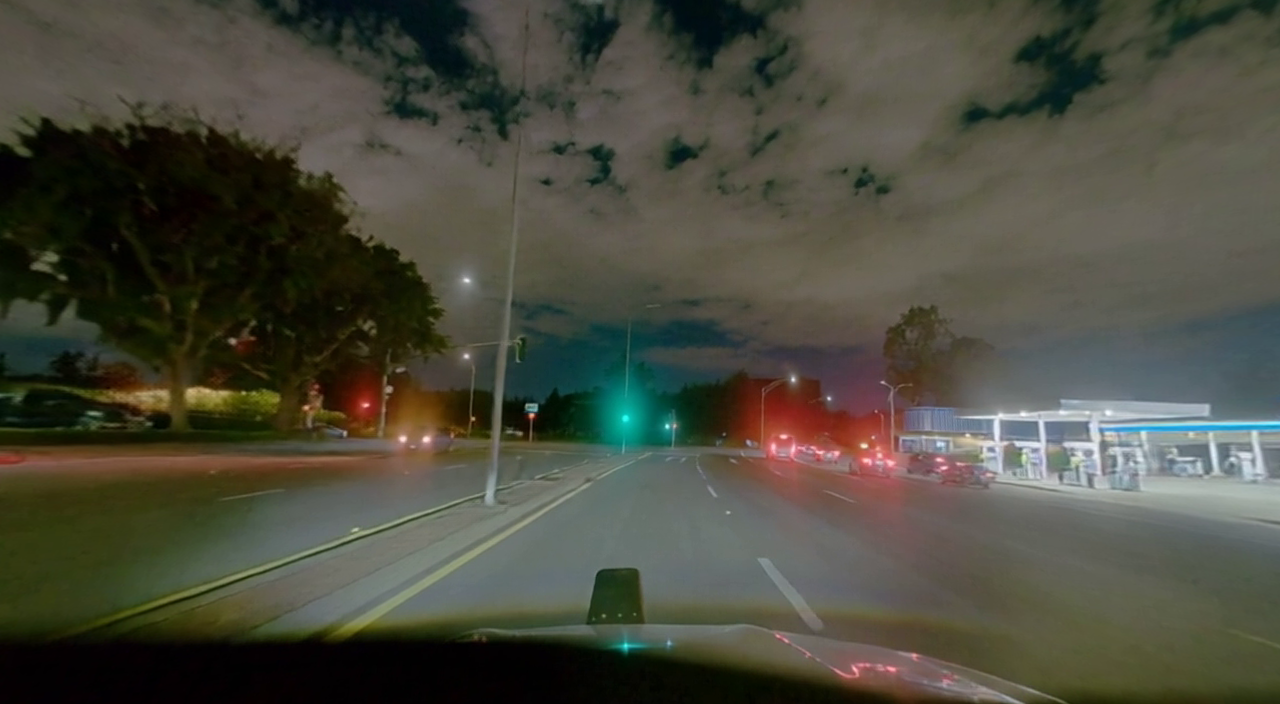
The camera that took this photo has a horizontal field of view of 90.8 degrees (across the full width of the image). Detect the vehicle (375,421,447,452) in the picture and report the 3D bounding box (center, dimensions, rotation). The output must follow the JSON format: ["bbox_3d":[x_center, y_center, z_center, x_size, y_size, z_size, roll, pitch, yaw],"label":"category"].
[{"bbox_3d":[-11.611,4.378,32.408,2.027,1.486,4.105,0,-8,2],"label":"vehicle"}]

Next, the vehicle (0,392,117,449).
[{"bbox_3d":[-22.763,2.511,22.917,5.480,1.887,2.376,0,-9,4],"label":"vehicle"}]

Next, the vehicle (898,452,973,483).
[{"bbox_3d":[15.572,6.066,33.606,2.099,1.464,4.615,-1,-8,5],"label":"vehicle"}]

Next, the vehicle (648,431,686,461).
[{"bbox_3d":[1.633,5.557,37.246,2.055,1.655,4.204,0,-8,4],"label":"vehicle"}]
